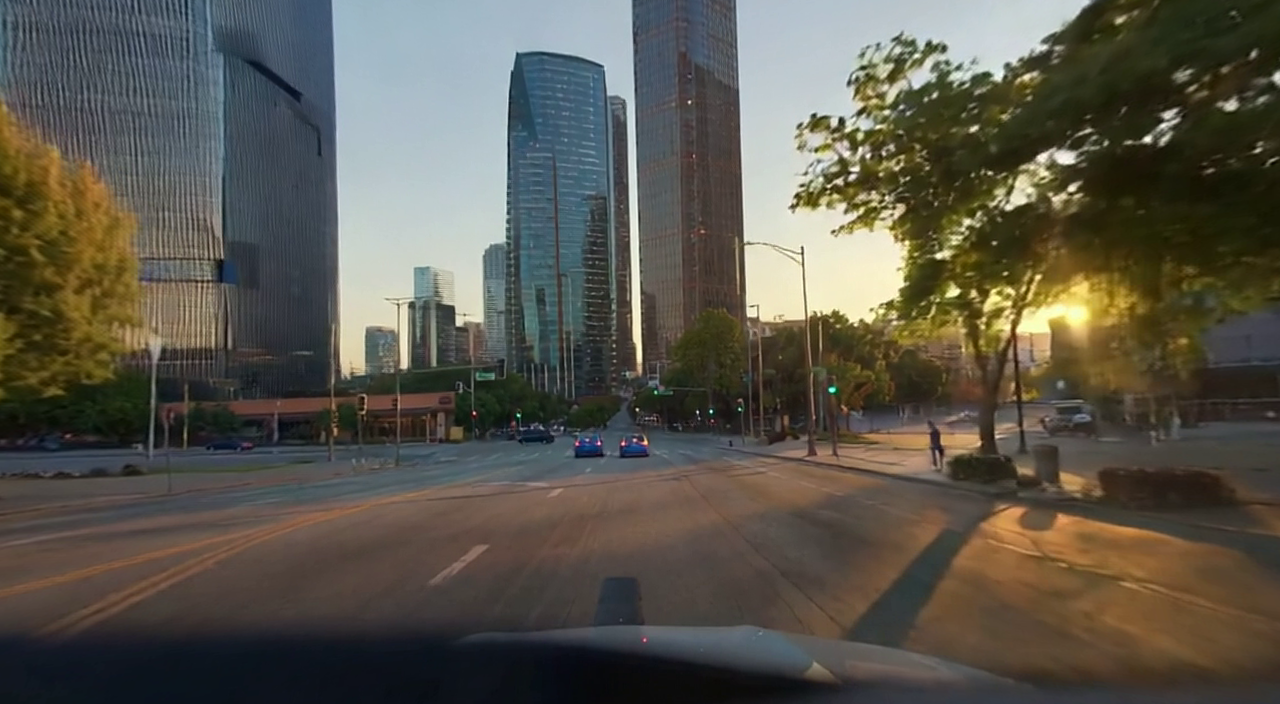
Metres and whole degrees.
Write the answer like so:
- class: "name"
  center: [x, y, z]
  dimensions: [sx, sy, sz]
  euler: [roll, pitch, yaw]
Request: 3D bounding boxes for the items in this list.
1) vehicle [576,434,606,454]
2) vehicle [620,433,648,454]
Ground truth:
- class: "vehicle"
  center: [-3.672, 6.966, 48.107]
  dimensions: [1.995, 1.479, 4.627]
  euler: [0, -7, -1]
- class: "vehicle"
  center: [-0.449, 6.766, 47.063]
  dimensions: [2.016, 1.478, 3.795]
  euler: [0, -7, 0]
